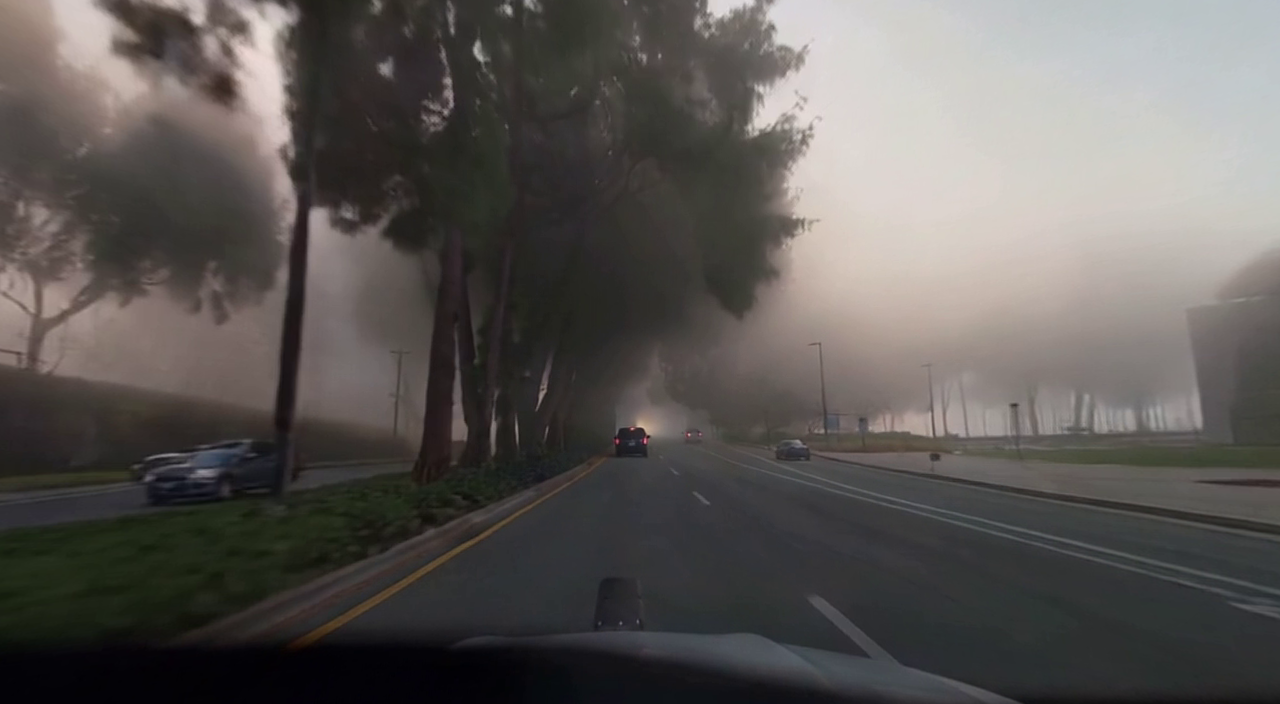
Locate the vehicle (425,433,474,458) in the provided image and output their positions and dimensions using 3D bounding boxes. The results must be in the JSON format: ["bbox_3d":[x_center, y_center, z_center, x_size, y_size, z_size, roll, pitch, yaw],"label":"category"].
[{"bbox_3d":[-13.527,6.656,45.113,1.929,1.676,5.134,0,-9,0],"label":"vehicle"}]

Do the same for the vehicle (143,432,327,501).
[{"bbox_3d":[-10.764,3.068,17.326,1.979,1.605,4.550,0,-9,1],"label":"vehicle"}]

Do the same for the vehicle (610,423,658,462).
[{"bbox_3d":[-0.328,4.992,34.728,2.411,1.937,5.186,0,-8,-1],"label":"vehicle"}]

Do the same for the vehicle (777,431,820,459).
[{"bbox_3d":[11.008,6.510,44.152,2.364,1.781,4.854,-1,-9,8],"label":"vehicle"}]
